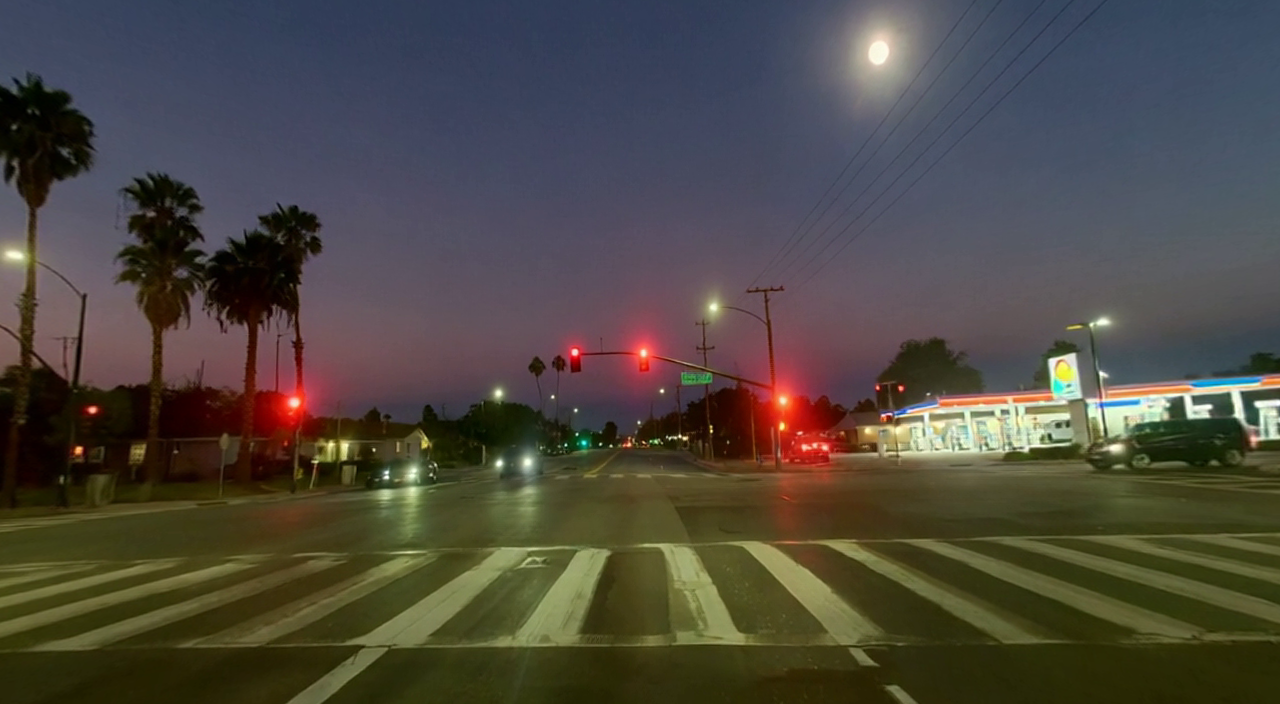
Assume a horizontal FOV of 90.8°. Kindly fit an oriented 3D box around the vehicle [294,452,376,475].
[{"bbox_3d":[-20.958,7.680,43.516,4.672,1.469,1.816,-1,-9,-2],"label":"vehicle"}]

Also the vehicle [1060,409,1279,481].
[{"bbox_3d":[14.701,2.527,17.229,5.086,1.817,1.952,0,-9,-3],"label":"vehicle"}]

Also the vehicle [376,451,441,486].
[{"bbox_3d":[-13.055,6.556,35.949,2.009,1.777,4.559,0,-9,-1],"label":"vehicle"}]
